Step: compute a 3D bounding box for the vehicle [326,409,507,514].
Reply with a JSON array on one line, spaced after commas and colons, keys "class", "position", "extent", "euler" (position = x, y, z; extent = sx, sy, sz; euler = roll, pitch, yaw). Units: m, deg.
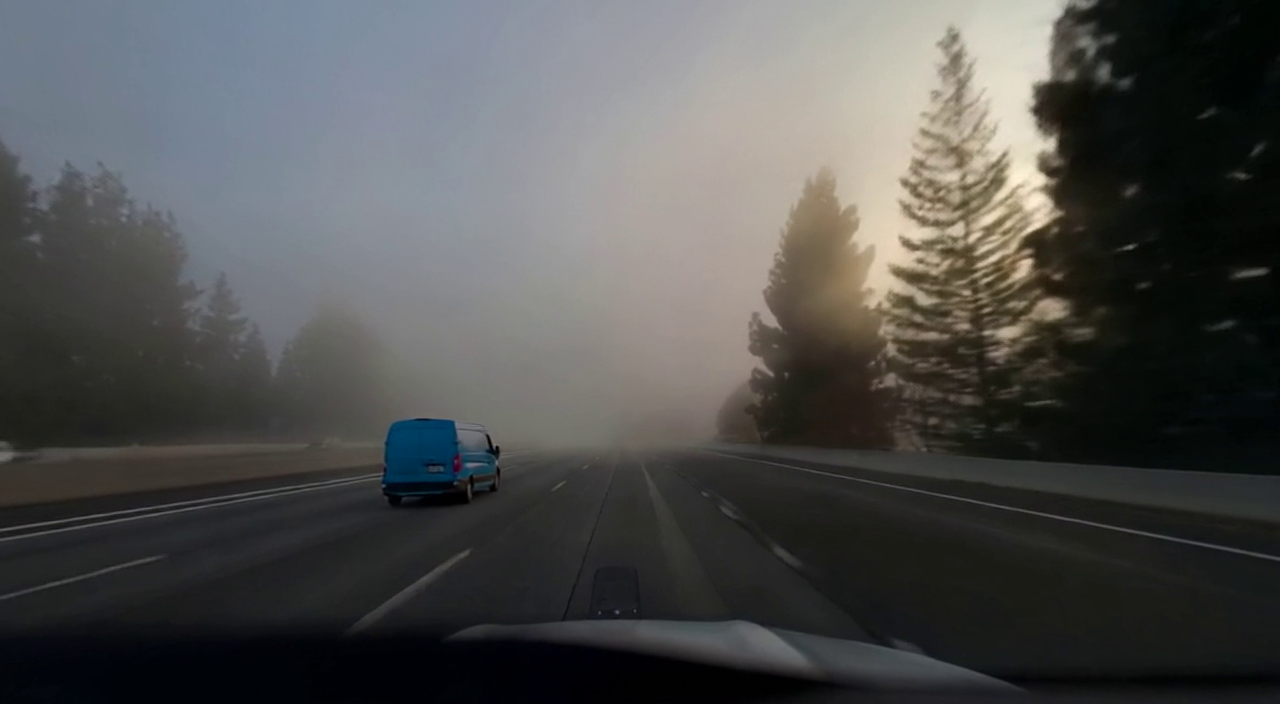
[{"class": "vehicle", "position": [-4.410, 2.231, 13.433], "extent": [2.219, 1.827, 4.738], "euler": [0, -8, -1]}]
